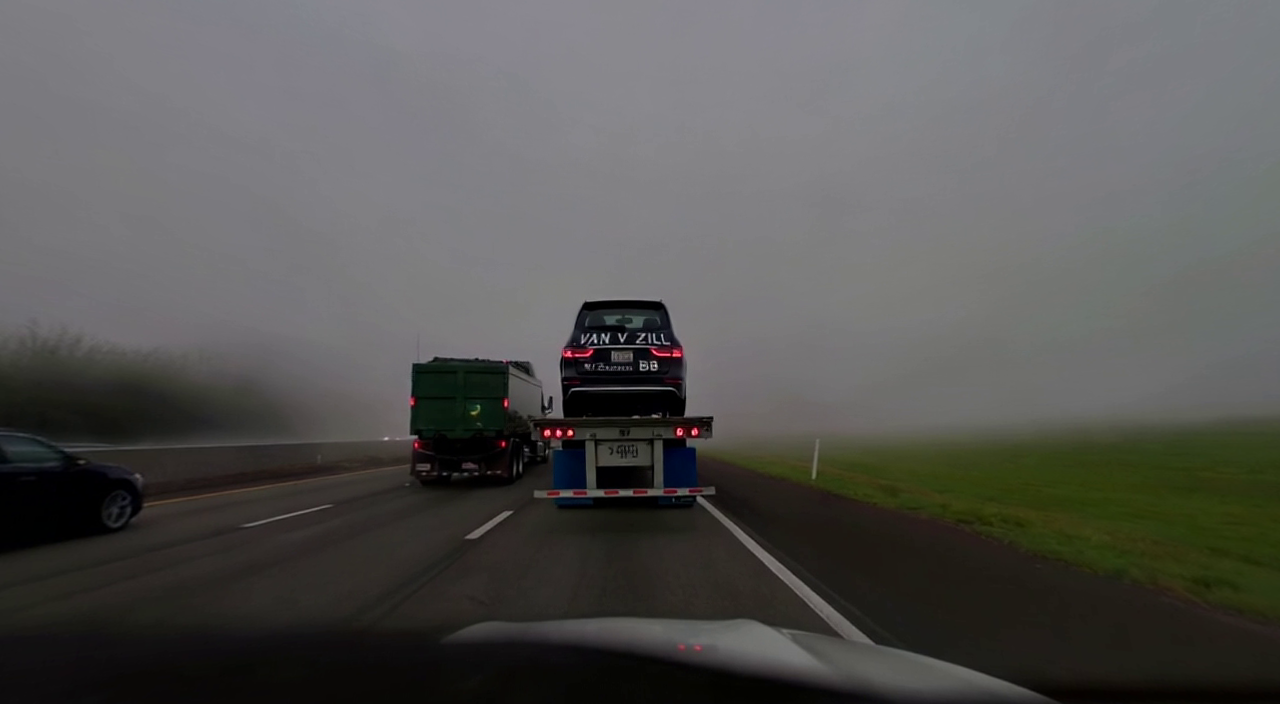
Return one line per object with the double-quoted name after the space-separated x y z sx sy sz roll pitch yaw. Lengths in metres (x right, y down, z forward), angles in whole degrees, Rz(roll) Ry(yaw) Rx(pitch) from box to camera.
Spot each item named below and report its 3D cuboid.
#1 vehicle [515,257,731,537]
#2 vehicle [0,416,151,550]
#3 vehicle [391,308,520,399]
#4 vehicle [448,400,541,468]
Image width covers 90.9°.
-0.410 1.135 12.791 2.738 3.628 9.223 0 -7 -2 "vehicle"
-8.292 1.478 7.029 1.897 1.524 4.790 0 -7 -1 "vehicle"
-4.555 0.202 16.417 2.118 1.799 4.591 0 -7 -2 "vehicle"
-4.581 2.685 20.581 2.258 1.970 4.402 0 -8 -4 "vehicle"
